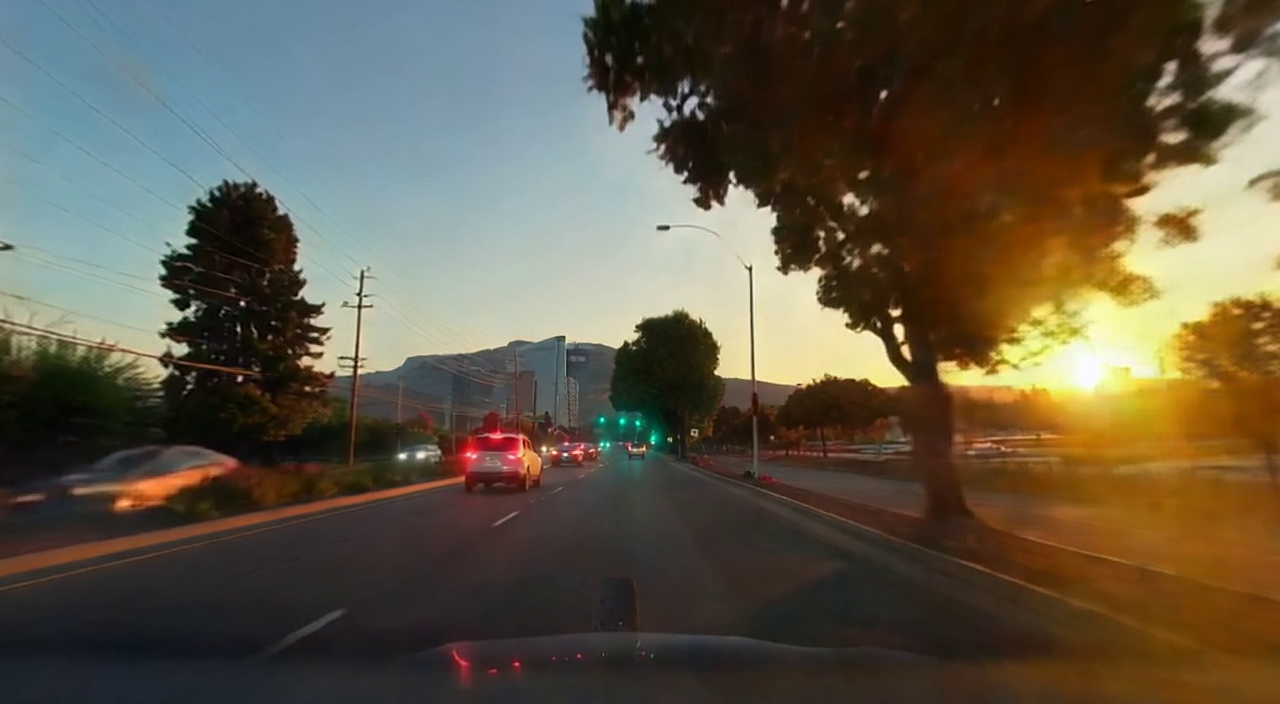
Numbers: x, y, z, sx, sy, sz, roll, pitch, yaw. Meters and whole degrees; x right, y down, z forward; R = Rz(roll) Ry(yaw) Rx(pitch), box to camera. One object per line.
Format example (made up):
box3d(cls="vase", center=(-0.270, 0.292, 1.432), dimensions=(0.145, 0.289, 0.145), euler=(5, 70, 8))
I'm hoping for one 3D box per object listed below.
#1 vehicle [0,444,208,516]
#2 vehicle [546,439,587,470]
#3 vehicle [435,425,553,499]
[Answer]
box3d(cls="vehicle", center=(-13.609, 3.161, 16.183), dimensions=(1.942, 1.579, 4.409), euler=(0, -9, -1))
box3d(cls="vehicle", center=(-4.293, 6.081, 37.623), dimensions=(2.041, 1.698, 4.094), euler=(0, -9, -1))
box3d(cls="vehicle", center=(-3.905, 3.037, 17.842), dimensions=(2.189, 1.807, 4.467), euler=(0, -9, 1))
